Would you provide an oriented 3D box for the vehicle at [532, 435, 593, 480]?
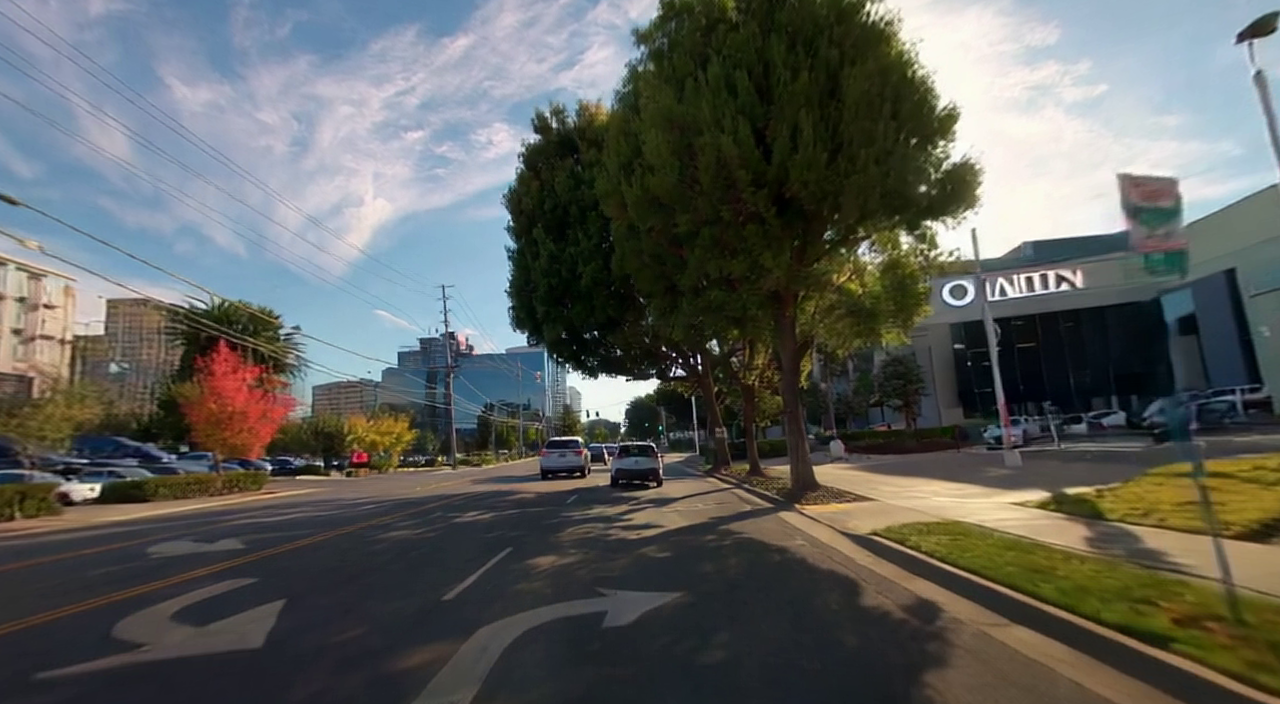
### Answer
[{"bbox_3d":[-3.490,4.861,29.341,2.064,1.859,5.154,0,-8,1],"label":"vehicle"}]

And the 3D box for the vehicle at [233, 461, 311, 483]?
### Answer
[{"bbox_3d":[-26.357,8.584,45.190,4.553,1.479,1.768,-1,-8,7],"label":"vehicle"}]

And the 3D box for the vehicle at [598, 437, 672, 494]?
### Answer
[{"bbox_3d":[-0.130,3.561,20.168,2.108,1.612,4.246,0,-8,0],"label":"vehicle"}]
